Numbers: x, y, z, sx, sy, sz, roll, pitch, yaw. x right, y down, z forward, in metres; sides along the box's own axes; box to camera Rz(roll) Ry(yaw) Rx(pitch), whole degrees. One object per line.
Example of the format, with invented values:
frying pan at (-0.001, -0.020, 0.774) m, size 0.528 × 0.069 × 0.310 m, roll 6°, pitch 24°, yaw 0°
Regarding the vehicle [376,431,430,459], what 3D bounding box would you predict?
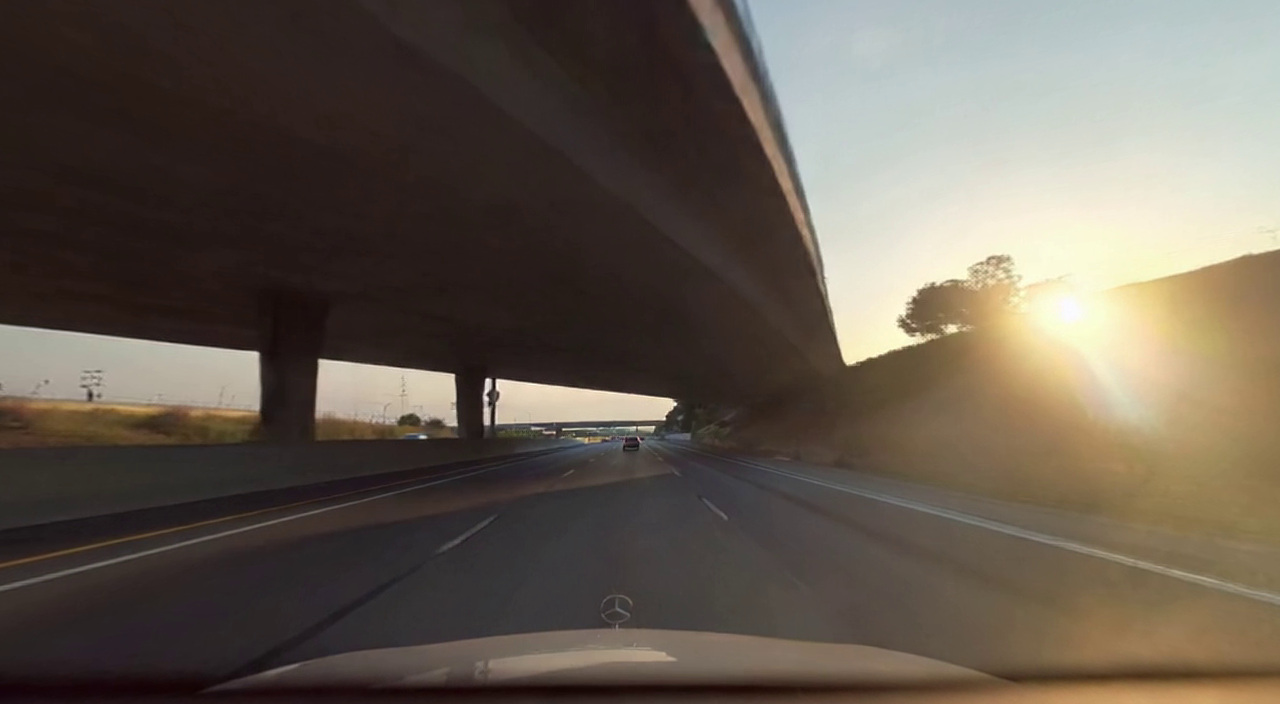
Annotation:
vehicle at (-17.516, 6.878, 46.867) m, size 2.139 × 1.910 × 4.967 m, roll 0°, pitch -8°, yaw 0°
